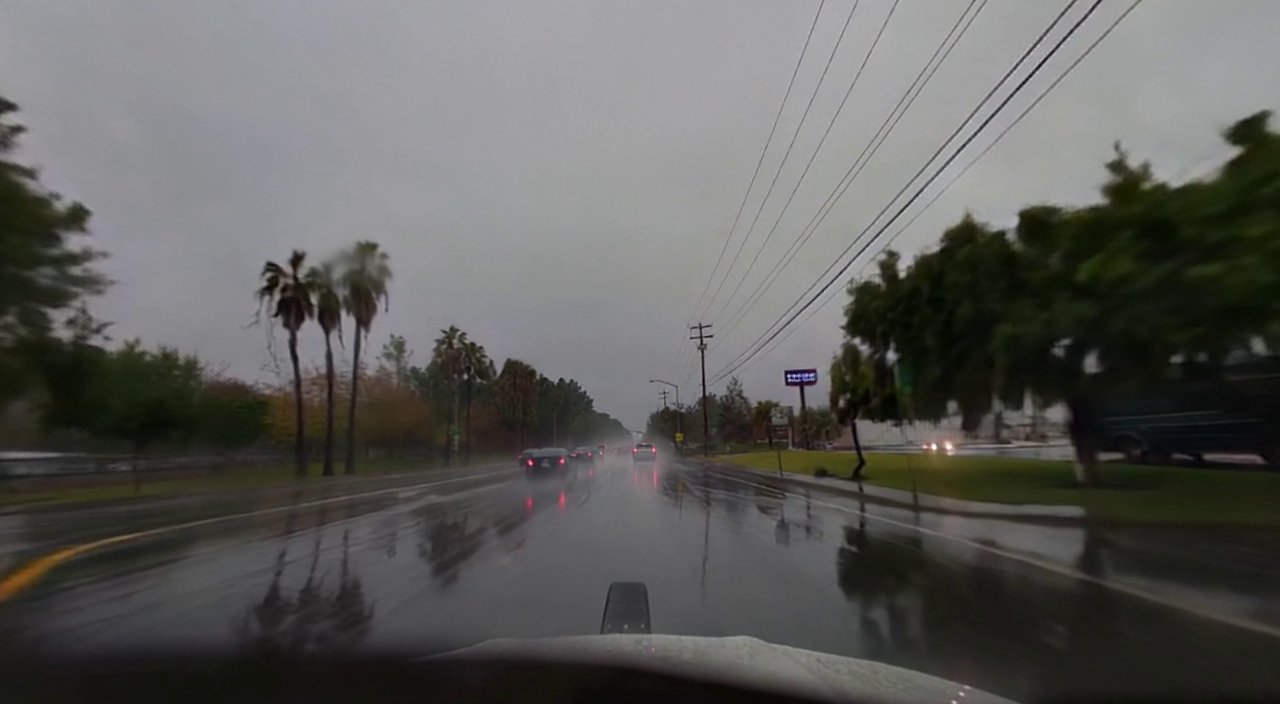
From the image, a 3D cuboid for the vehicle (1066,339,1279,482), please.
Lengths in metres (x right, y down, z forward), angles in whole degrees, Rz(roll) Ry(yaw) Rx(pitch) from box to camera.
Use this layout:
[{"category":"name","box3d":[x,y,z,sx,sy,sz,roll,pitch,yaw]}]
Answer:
[{"category":"vehicle","box3d":[19.729,2.027,22.204,2.923,4.081,8.860,-2,-6,-1]}]

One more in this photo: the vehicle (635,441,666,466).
[{"category":"vehicle","box3d":[0.748,7.398,46.042,2.155,1.781,3.977,0,-9,0]}]

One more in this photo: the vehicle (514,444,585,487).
[{"category":"vehicle","box3d":[-3.295,4.219,23.724,1.982,1.451,4.152,0,-9,1]}]
